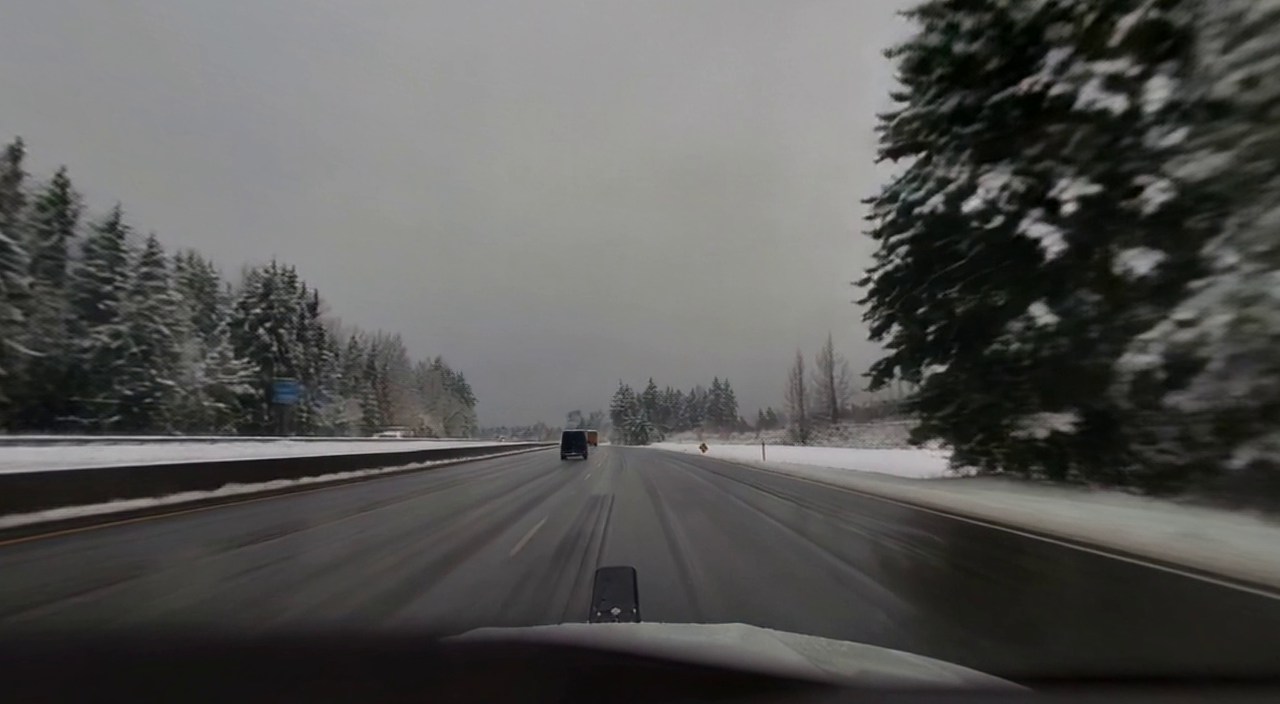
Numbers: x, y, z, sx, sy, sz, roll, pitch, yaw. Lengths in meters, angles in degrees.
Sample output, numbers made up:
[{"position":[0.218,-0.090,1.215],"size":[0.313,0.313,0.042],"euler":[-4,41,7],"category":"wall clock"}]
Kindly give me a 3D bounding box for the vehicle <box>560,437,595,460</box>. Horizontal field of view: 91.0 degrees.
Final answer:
[{"position":[-4.585,7.128,46.626],"size":[2.217,1.604,4.614],"euler":[0,-8,-1],"category":"vehicle"}]
